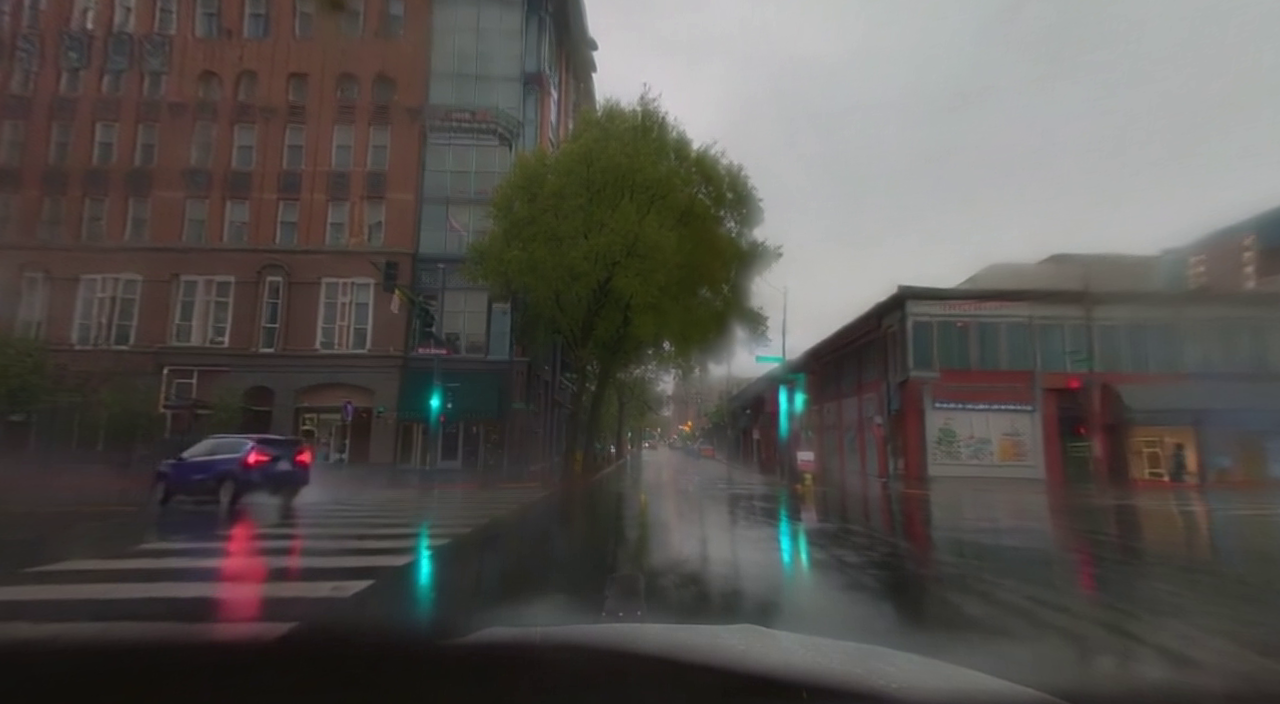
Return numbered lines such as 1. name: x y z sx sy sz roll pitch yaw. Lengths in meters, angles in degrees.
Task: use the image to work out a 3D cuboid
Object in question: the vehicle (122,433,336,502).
1. vehicle: -10.069 2.778 15.542 4.459 1.482 2.106 -3 -9 21
